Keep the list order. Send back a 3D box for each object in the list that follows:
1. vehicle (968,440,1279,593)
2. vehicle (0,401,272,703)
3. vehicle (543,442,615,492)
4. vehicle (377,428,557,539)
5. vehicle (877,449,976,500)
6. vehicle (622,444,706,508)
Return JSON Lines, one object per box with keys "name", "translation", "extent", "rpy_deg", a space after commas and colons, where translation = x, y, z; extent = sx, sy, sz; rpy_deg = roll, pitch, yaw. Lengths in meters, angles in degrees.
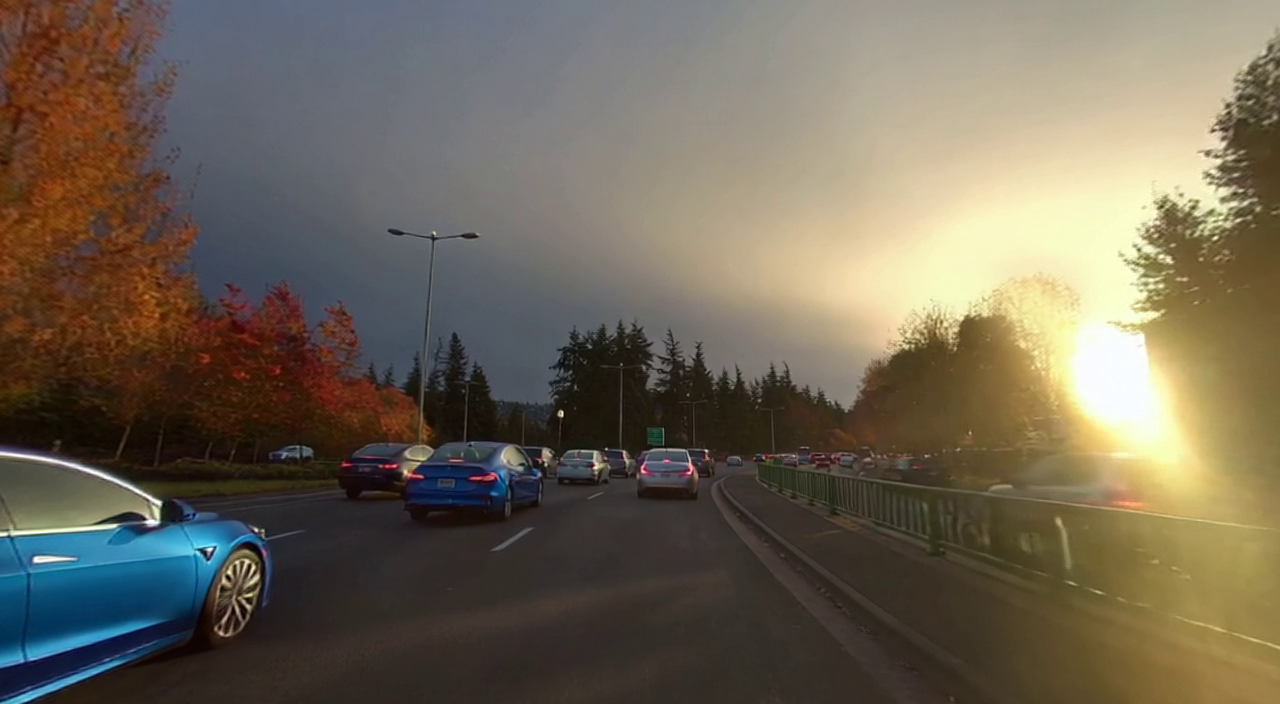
{"name": "vehicle", "translation": [6.681, 2.118, 8.991], "extent": [1.768, 1.634, 4.064], "rpy_deg": [1, -9, 0]}
{"name": "vehicle", "translation": [-3.488, 0.878, 2.038], "extent": [1.921, 1.503, 4.317], "rpy_deg": [0, -9, 1]}
{"name": "vehicle", "translation": [-2.154, 4.214, 23.491], "extent": [1.930, 1.635, 4.260], "rpy_deg": [0, -9, 5]}
{"name": "vehicle", "translation": [-2.941, 2.351, 11.919], "extent": [1.979, 1.663, 4.513], "rpy_deg": [0, -9, 2]}
{"name": "vehicle", "translation": [11.394, 4.856, 25.478], "extent": [2.121, 1.777, 4.755], "rpy_deg": [0, -9, 5]}
{"name": "vehicle", "translation": [0.692, 3.299, 17.275], "extent": [2.015, 1.506, 4.276], "rpy_deg": [0, -9, 3]}
